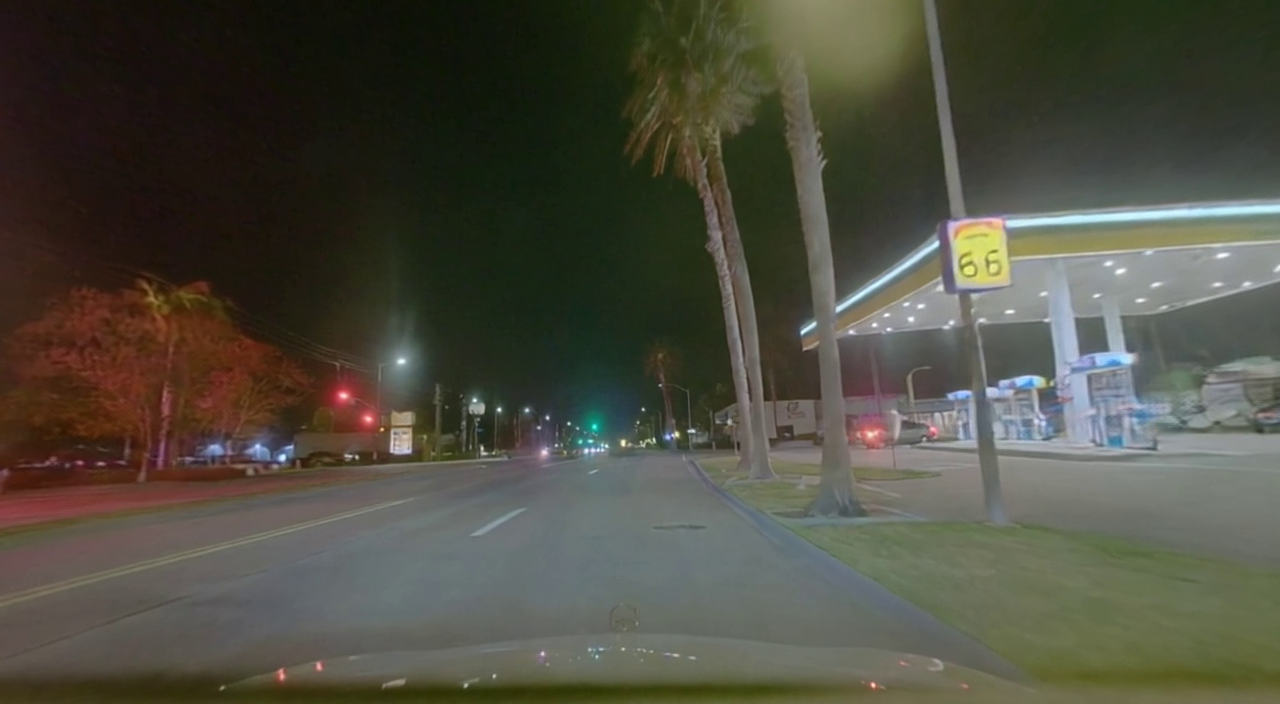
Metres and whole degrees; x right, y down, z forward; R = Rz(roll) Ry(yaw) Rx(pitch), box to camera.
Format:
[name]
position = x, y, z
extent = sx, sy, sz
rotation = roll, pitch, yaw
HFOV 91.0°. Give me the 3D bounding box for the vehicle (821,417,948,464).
[vehicle]
position = 10.634, 3.894, 27.690
extent = 4.640, 1.800, 2.026
rotation = -2, -8, -1
